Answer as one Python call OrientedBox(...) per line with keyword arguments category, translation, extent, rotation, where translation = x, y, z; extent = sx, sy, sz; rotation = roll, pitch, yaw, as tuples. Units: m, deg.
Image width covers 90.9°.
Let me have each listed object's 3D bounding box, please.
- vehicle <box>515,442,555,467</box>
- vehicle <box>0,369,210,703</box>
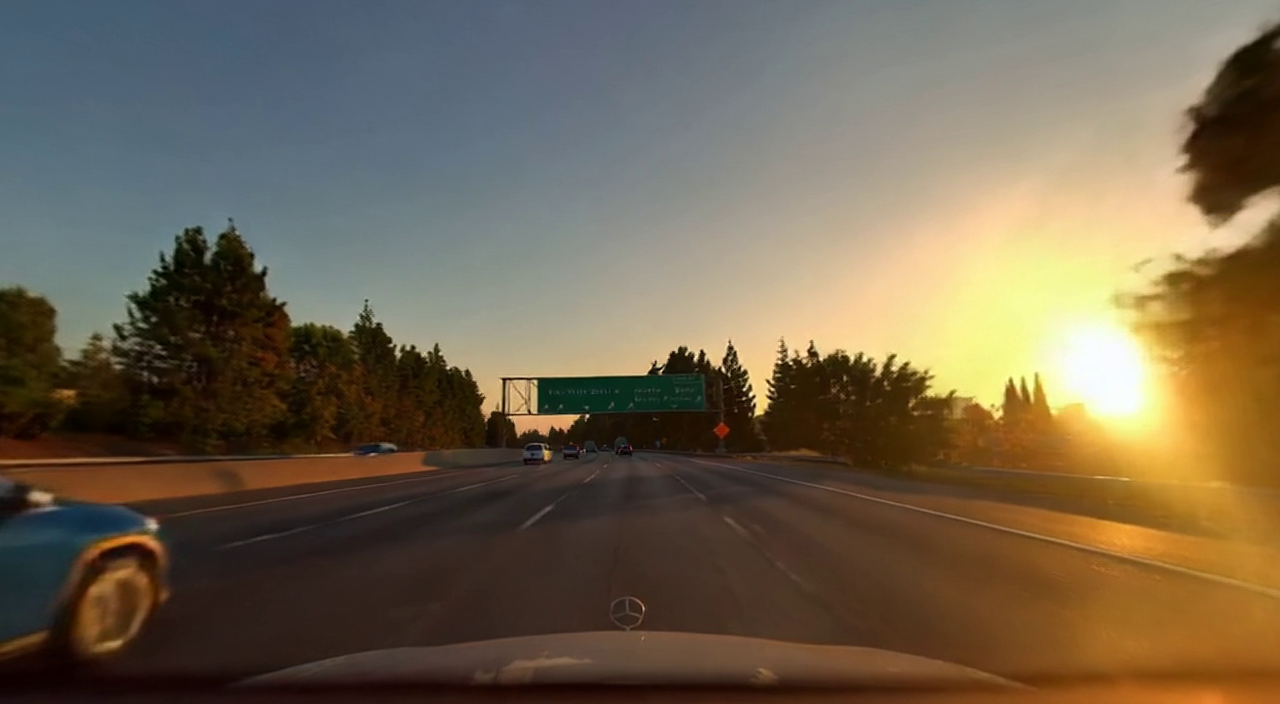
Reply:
OrientedBox(category="vehicle", translation=(-7.757, 7.621, 47.083), extent=(2.179, 1.710, 5.160), rotation=(0, -8, 0))
OrientedBox(category="vehicle", translation=(-4.255, 0.834, 2.266), extent=(2.162, 1.724, 4.537), rotation=(0, -8, 0))
